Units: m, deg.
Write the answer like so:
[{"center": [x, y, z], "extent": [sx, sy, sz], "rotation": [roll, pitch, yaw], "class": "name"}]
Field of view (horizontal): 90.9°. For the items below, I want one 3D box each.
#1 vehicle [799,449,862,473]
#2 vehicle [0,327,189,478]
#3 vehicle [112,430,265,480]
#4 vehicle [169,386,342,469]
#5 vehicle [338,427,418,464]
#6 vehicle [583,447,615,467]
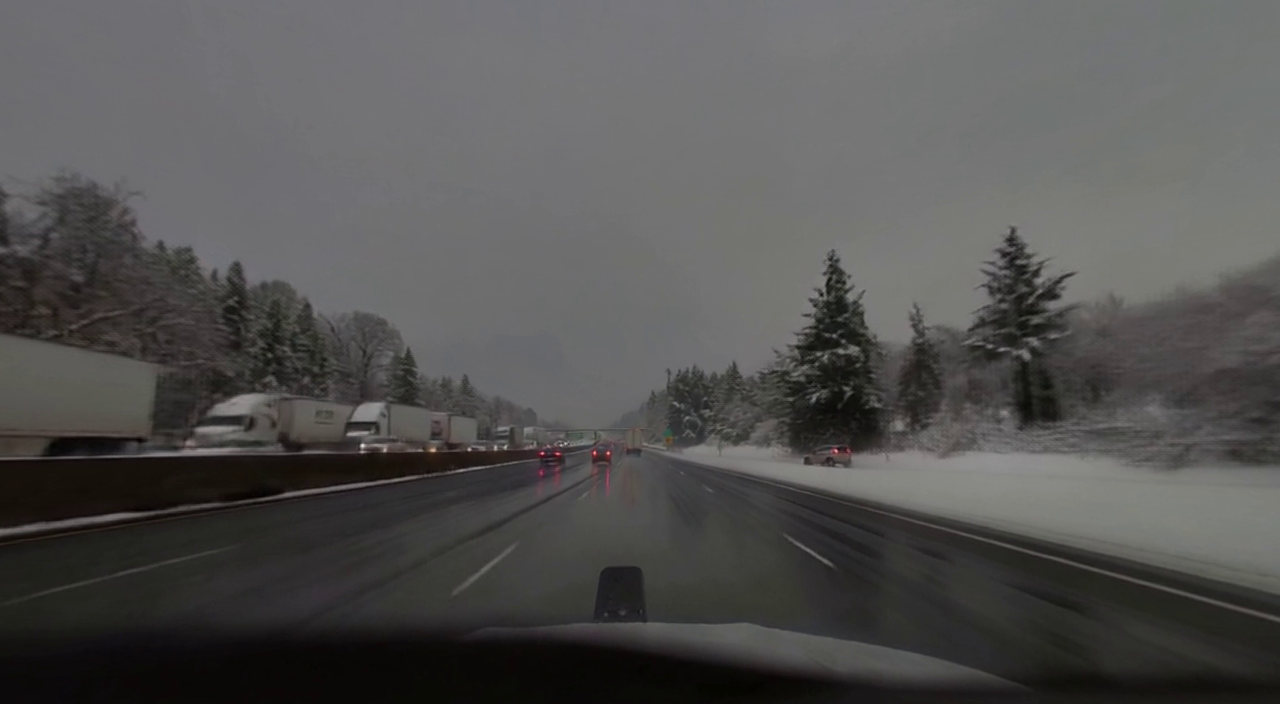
[{"center": [14.658, 8.434, 48.675], "extent": [2.080, 1.725, 4.252], "rotation": [8, -12, -34], "class": "vehicle"}, {"center": [-18.497, 1.298, 16.404], "extent": [2.834, 3.974, 14.371], "rotation": [0, -9, 0], "class": "vehicle"}, {"center": [-14.310, 3.303, 20.325], "extent": [1.841, 1.428, 4.119], "rotation": [0, -9, 0], "class": "vehicle"}, {"center": [-18.737, 3.974, 31.781], "extent": [2.774, 3.524, 9.153], "rotation": [-1, -9, 1], "class": "vehicle"}, {"center": [-13.988, 5.062, 34.057], "extent": [2.133, 1.816, 5.142], "rotation": [0, -9, -1], "class": "vehicle"}, {"center": [-3.079, 8.047, 48.217], "extent": [2.076, 1.453, 4.094], "rotation": [0, -9, 1], "class": "vehicle"}]
